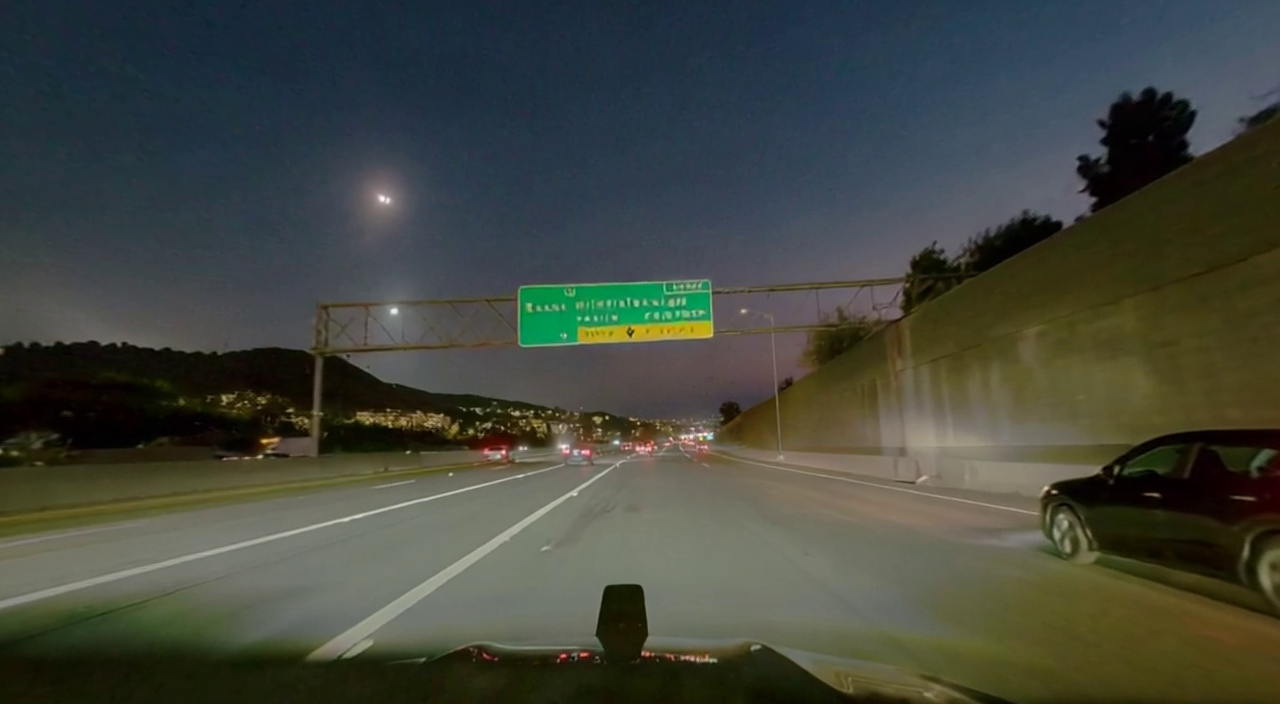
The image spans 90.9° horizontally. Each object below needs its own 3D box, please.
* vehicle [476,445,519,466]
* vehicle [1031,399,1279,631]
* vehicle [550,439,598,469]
[{"bbox_3d":[-10.661,7.744,47.480,2.015,1.506,4.386,-1,-8,2],"label":"vehicle"},{"bbox_3d":[5.680,1.266,5.206,2.122,1.646,4.491,-1,-8,2],"label":"vehicle"},{"bbox_3d":[-4.262,6.649,41.523,2.172,1.824,5.031,-1,-8,5],"label":"vehicle"}]
